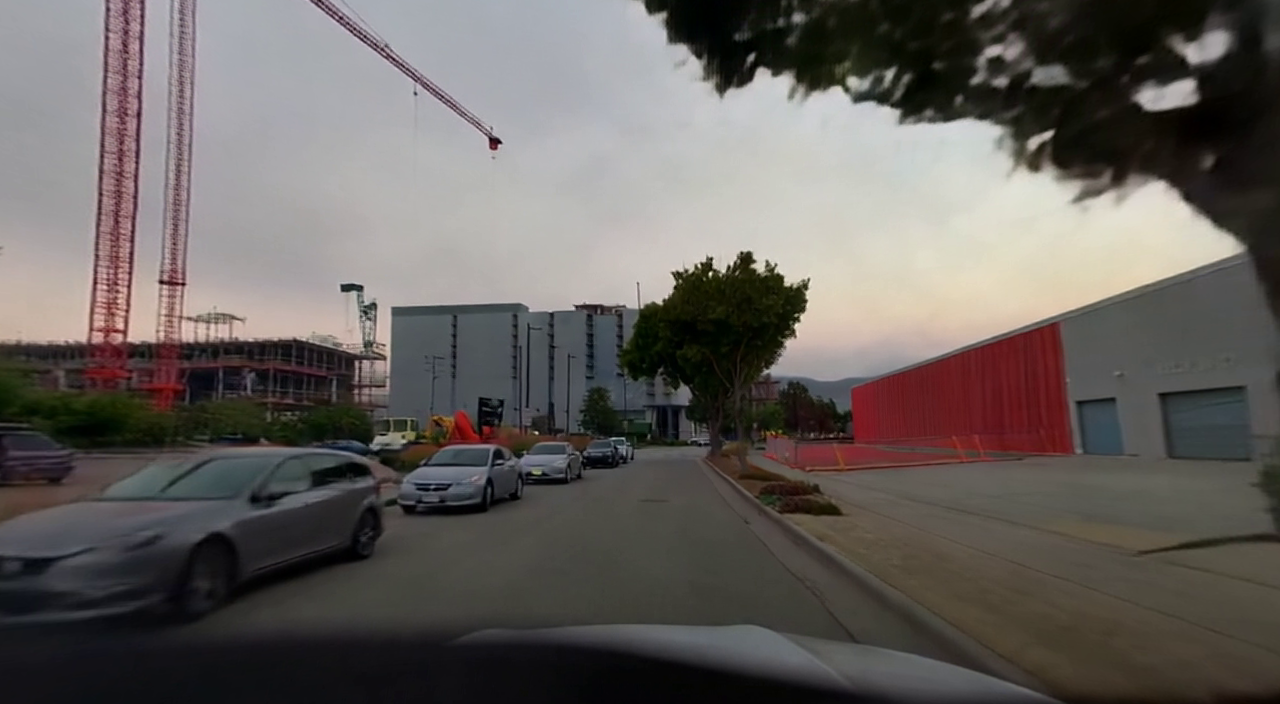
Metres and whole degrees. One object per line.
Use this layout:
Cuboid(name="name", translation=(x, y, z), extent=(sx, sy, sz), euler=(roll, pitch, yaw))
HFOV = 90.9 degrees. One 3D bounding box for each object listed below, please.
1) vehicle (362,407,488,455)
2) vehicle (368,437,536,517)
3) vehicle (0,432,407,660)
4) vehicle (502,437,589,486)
Cuboid(name="vehicle", translation=(-11.654, 4.346, 34.362), extent=(6.039, 2.449, 2.273), euler=(-2, -8, 10))
Cuboid(name="vehicle", translation=(-3.746, 2.544, 13.528), extent=(1.996, 1.411, 4.370), euler=(-1, -8, 4))
Cuboid(name="vehicle", translation=(-4.025, 1.527, 6.108), extent=(1.806, 1.451, 3.878), euler=(-1, -8, 4))
Cuboid(name="vehicle", translation=(-3.021, 3.585, 21.065), extent=(1.948, 1.460, 4.394), euler=(-1, -8, 4))
